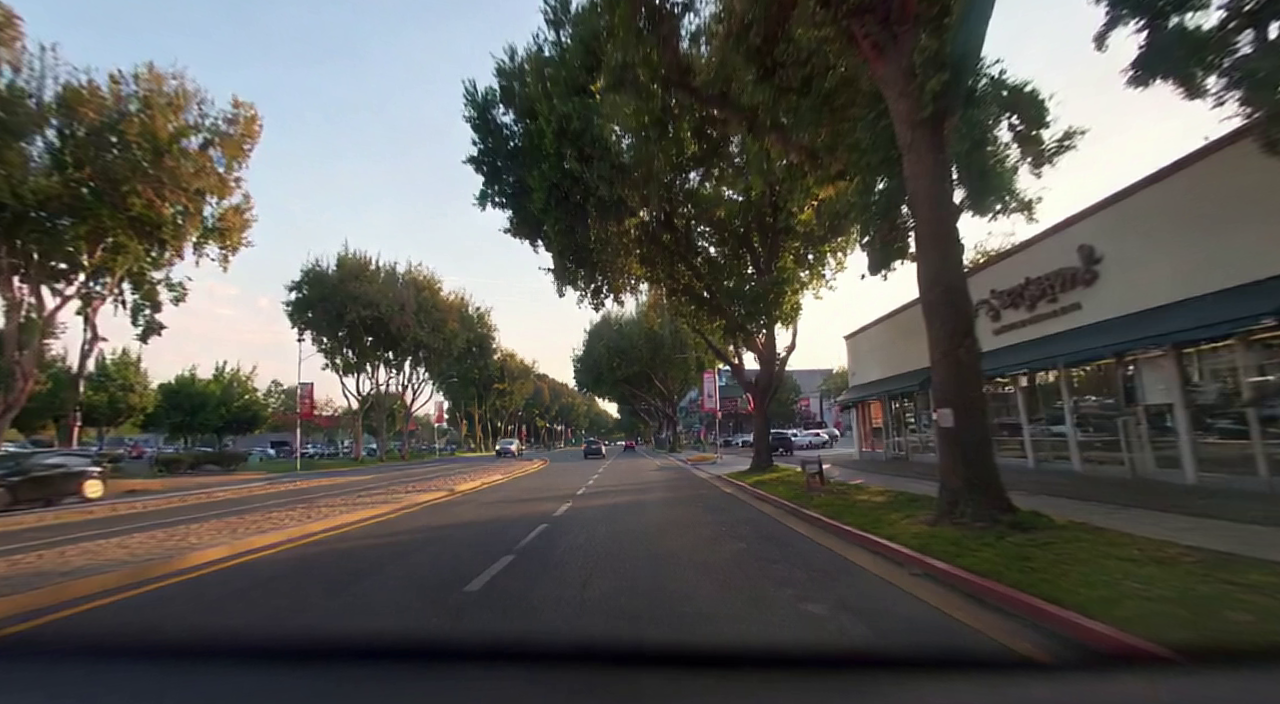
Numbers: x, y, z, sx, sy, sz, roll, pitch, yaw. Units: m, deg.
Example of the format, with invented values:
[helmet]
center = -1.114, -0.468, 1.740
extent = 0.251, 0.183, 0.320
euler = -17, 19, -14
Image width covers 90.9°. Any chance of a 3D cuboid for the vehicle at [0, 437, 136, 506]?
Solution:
[vehicle]
center = -15.804, 3.000, 16.193
extent = 1.964, 1.575, 4.630
euler = 0, -8, -2
